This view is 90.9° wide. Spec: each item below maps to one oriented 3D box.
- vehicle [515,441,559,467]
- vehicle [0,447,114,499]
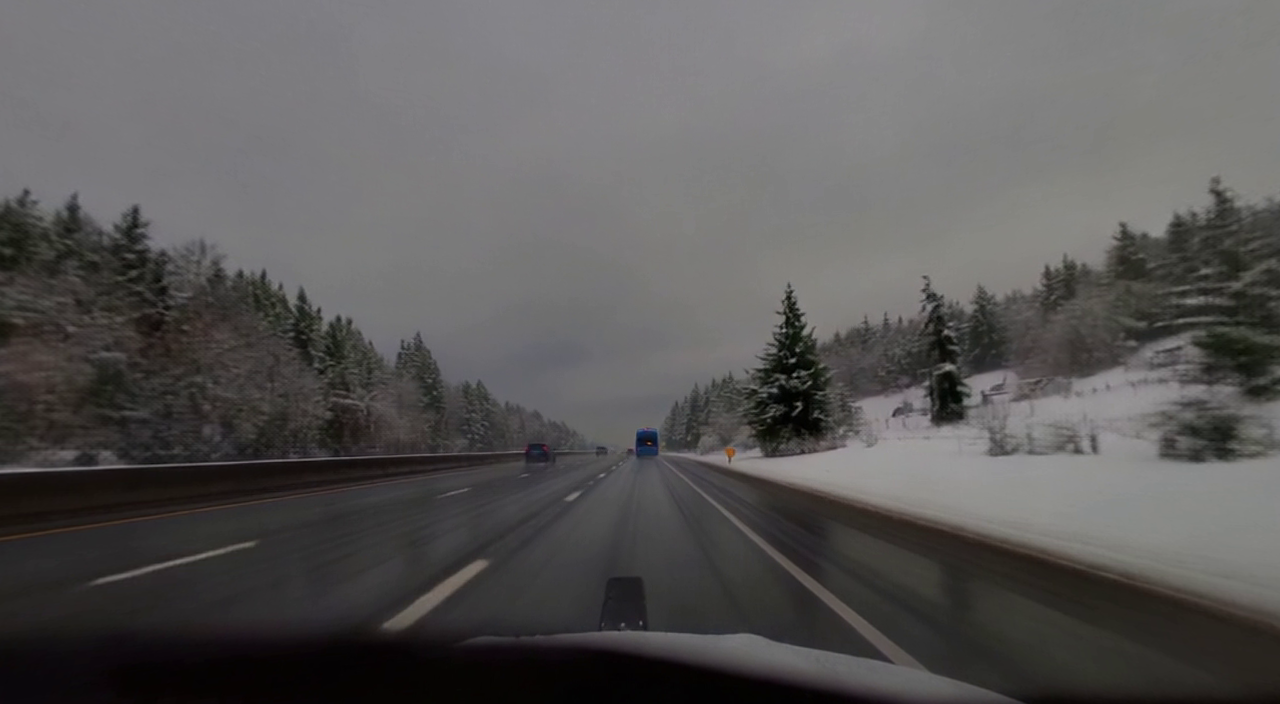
[{"bbox_3d":[-6.898,6.879,42.699,2.080,1.674,4.660,0,-8,1],"label":"vehicle"},{"bbox_3d":[-20.769,4.042,21.528,1.866,1.579,4.309,0,-8,1],"label":"vehicle"}]
